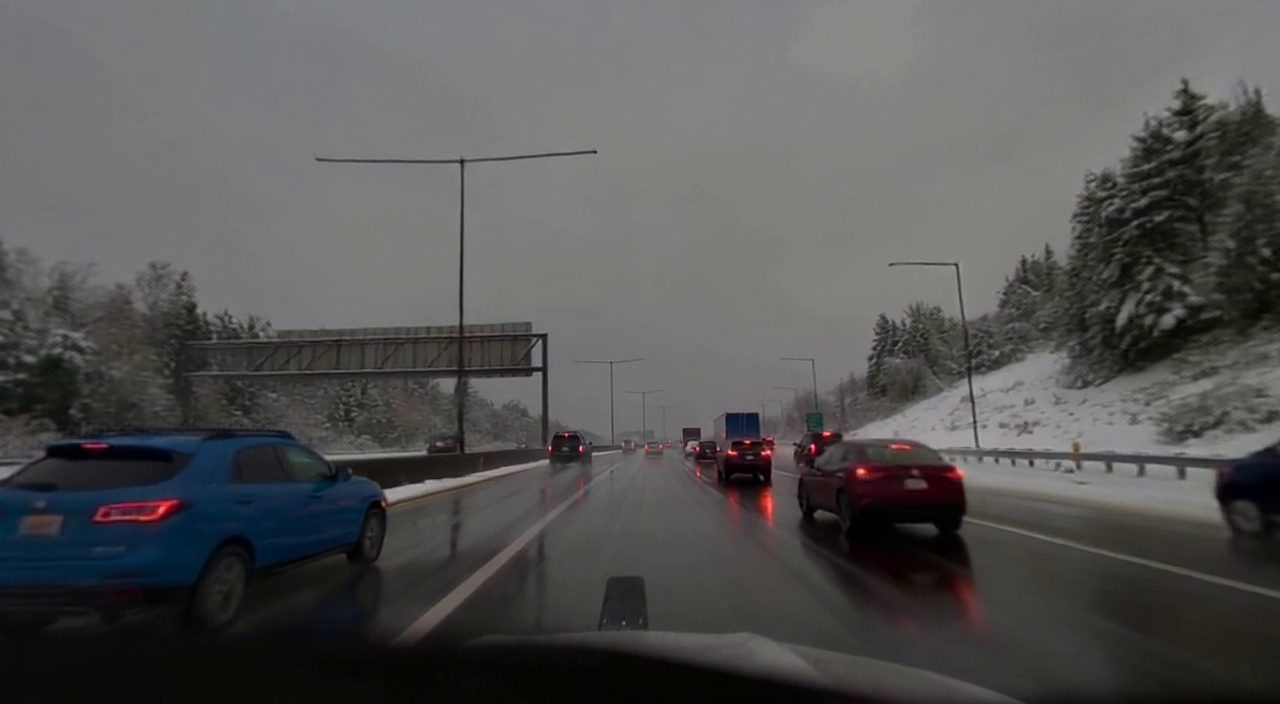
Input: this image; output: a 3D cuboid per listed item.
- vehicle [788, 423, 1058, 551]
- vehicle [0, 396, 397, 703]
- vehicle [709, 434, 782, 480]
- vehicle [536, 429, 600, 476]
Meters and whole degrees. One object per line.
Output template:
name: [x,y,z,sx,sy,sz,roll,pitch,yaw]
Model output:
vehicle: [3.918,1.954,9.895,1.999,1.482,4.743,0,-8,0]
vehicle: [-3.649,1.230,4.644,1.914,1.476,4.416,-1,-8,1]
vehicle: [3.768,3.834,23.276,1.933,1.492,4.125,0,-8,0]
vehicle: [-2.877,4.127,26.141,2.006,1.741,4.277,-1,-8,2]
